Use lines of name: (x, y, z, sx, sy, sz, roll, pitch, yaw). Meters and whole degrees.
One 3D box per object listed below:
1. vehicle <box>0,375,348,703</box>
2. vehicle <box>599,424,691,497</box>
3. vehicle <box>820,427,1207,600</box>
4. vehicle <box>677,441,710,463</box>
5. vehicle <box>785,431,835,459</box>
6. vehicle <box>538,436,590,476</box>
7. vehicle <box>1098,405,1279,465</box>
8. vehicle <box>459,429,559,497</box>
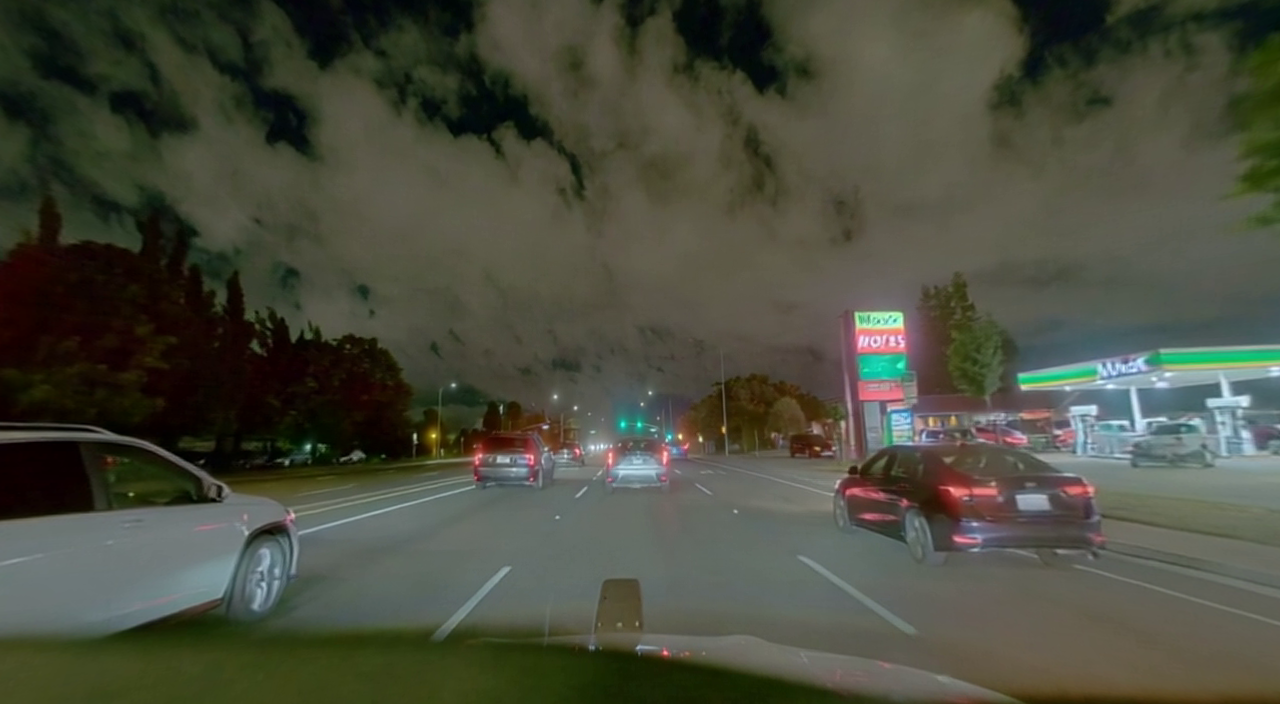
vehicle: (-3.531, 1.040, 3.528, 1.864, 1.574, 4.031, 0, -9, 0)
vehicle: (0.104, 3.040, 18.031, 2.279, 1.803, 4.254, 0, -9, -1)
vehicle: (3.895, 1.736, 7.803, 1.888, 1.456, 4.589, 0, -9, -1)
vehicle: (3.834, 7.264, 45.981, 1.926, 1.522, 3.852, 0, -9, -2)
vehicle: (11.942, 6.592, 44.746, 2.102, 1.887, 4.673, 0, -9, -1)
vehicle: (-3.359, 4.670, 28.571, 1.871, 1.673, 3.920, 0, -9, 0)
vehicle: (18.169, 2.792, 20.990, 1.906, 1.734, 4.483, 2, -9, -12)
vehicle: (-3.584, 3.124, 18.096, 1.932, 1.695, 4.150, 0, -9, 0)
